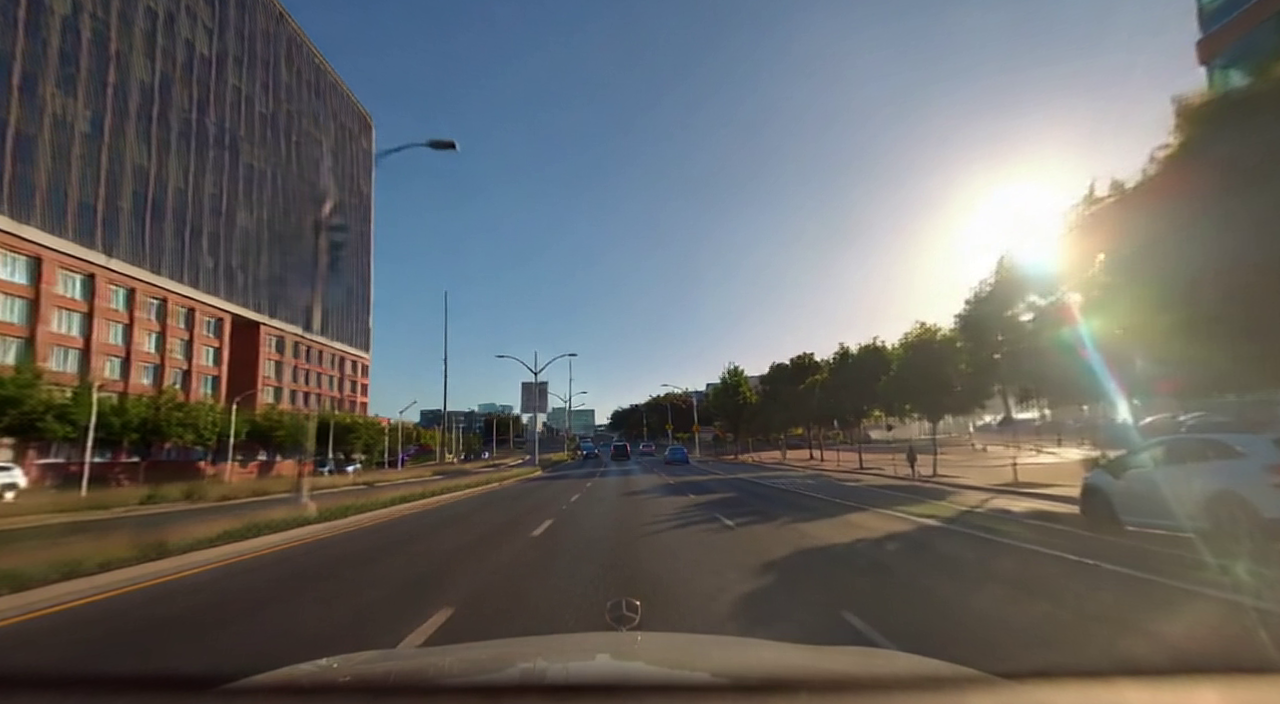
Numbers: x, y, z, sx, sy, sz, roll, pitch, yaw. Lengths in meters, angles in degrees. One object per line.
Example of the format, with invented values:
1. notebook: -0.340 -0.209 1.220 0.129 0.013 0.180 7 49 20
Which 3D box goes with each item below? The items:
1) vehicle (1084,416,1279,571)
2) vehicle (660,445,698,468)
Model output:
1. vehicle: 8.320 1.754 8.211 2.017 1.743 4.453 -1 -8 3
2. vehicle: 2.601 7.108 43.222 2.090 1.506 4.382 0 -8 -3
